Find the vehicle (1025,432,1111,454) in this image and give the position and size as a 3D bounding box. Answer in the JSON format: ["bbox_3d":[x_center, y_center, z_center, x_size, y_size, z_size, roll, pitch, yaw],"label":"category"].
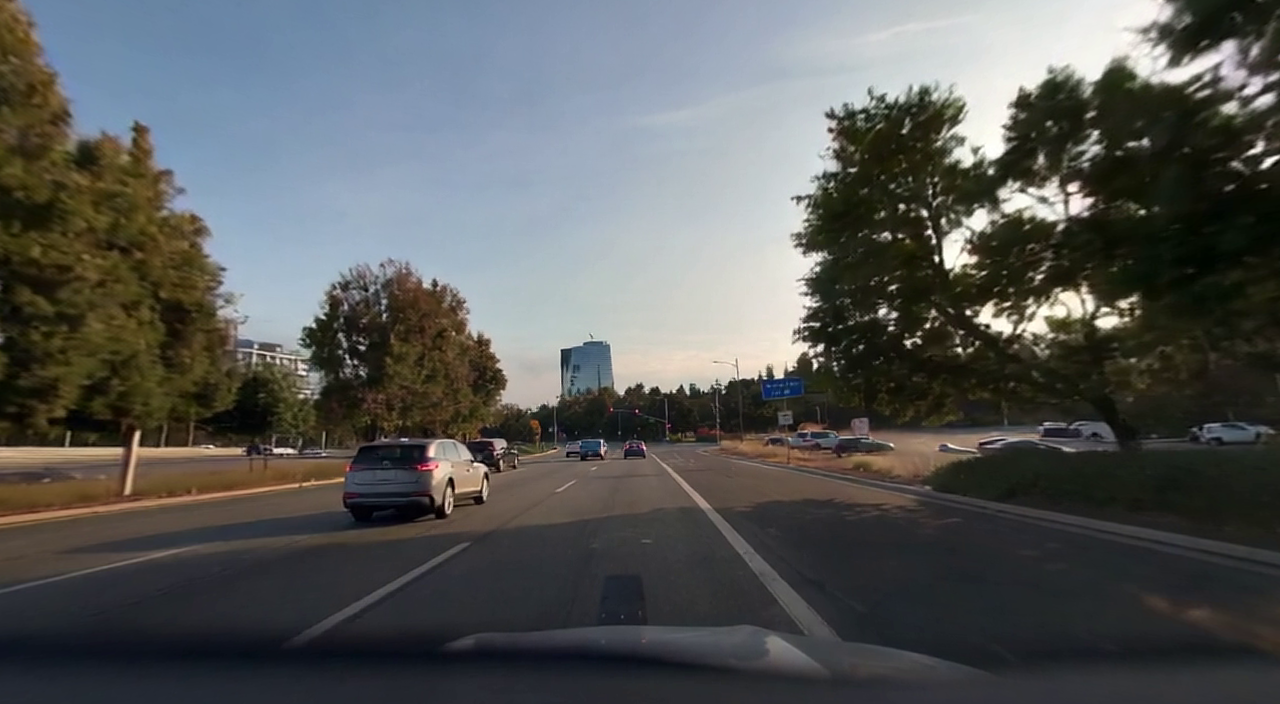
[{"bbox_3d":[29.526,6.319,43.753,4.650,1.445,1.982,-5,-10,28],"label":"vehicle"}]

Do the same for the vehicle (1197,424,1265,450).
[{"bbox_3d":[40.008,5.761,42.731,4.191,1.660,2.091,5,-10,-30],"label":"vehicle"}]

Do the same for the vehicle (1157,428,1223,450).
[{"bbox_3d":[40.226,6.349,46.176,3.959,1.533,1.964,4,-9,-23],"label":"vehicle"}]

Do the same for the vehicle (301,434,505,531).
[{"bbox_3d":[-4.170,2.357,12.110,1.920,1.480,4.549,-1,-8,3],"label":"vehicle"}]

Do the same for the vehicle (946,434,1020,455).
[{"bbox_3d":[24.972,6.753,46.181,4.528,1.450,1.889,-4,-9,25],"label":"vehicle"}]

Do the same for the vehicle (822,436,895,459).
[{"bbox_3d":[14.735,6.403,42.550,4.505,1.472,2.020,4,-9,-27],"label":"vehicle"}]
